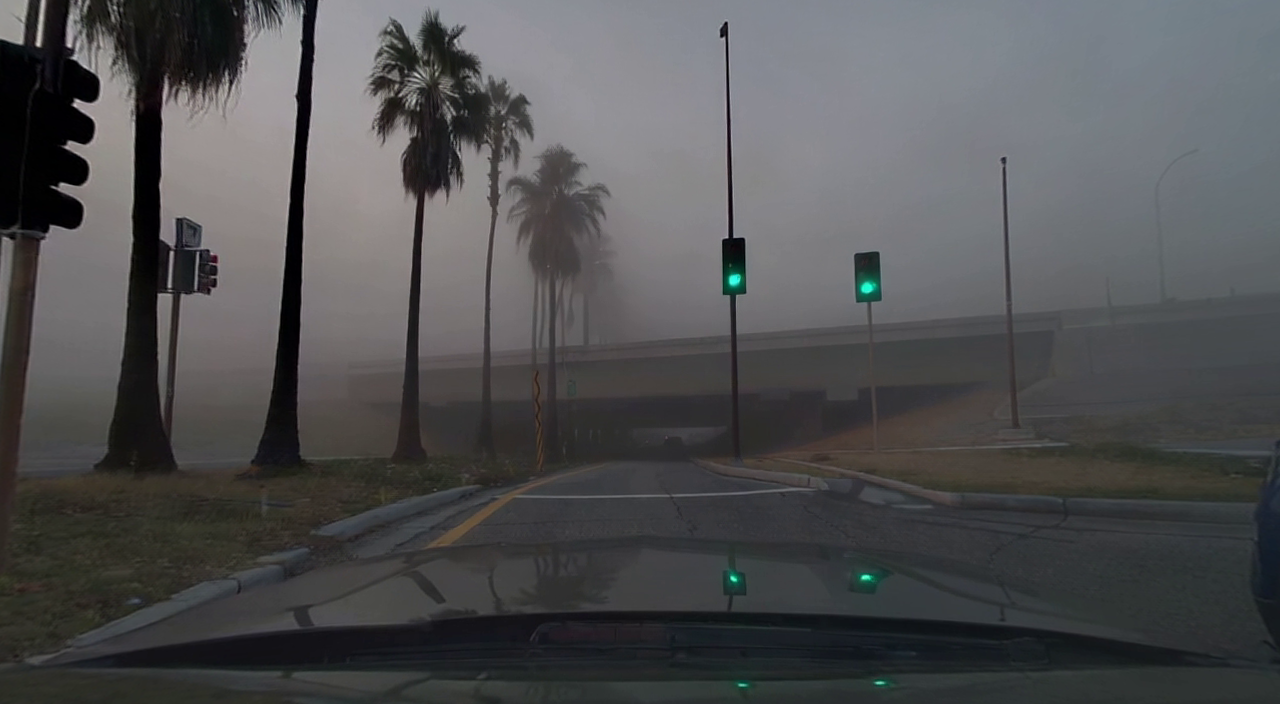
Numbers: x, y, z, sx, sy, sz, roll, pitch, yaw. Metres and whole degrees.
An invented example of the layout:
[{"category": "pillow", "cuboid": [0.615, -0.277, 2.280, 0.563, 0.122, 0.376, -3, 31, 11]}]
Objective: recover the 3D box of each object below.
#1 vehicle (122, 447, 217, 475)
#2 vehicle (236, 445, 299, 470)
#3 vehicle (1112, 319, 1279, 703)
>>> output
[{"category": "vehicle", "cuboid": [-26.559, 6.162, 35.749, 1.830, 1.443, 4.551, 0, -9, 2]}, {"category": "vehicle", "cuboid": [-26.267, 7.420, 44.555, 1.941, 1.631, 4.017, 0, -9, 0]}, {"category": "vehicle", "cuboid": [3.458, 0.523, 0.789, 2.028, 1.770, 4.737, 0, -9, 0]}]
